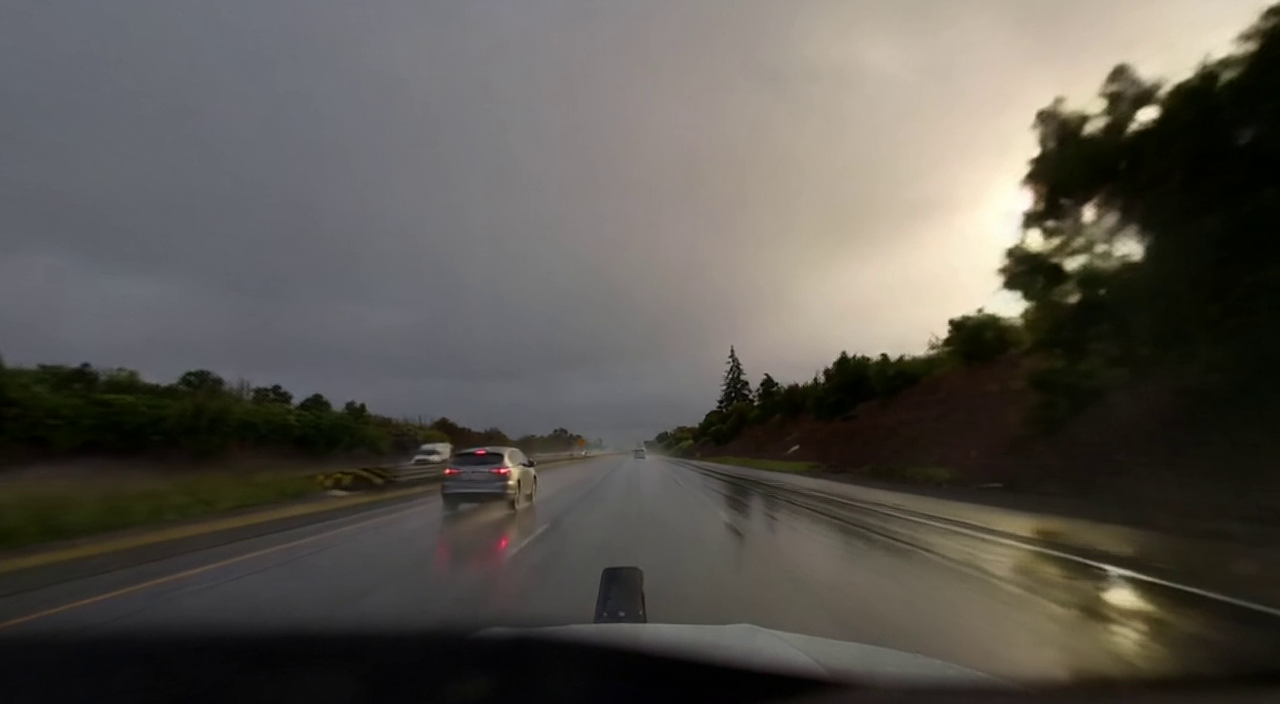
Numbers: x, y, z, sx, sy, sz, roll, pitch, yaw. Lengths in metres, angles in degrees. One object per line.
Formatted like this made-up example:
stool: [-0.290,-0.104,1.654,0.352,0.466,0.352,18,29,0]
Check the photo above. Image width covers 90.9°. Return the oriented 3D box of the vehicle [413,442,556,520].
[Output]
vehicle: [-3.318,2.875,14.547,2.054,1.475,4.708,0,-9,0]
